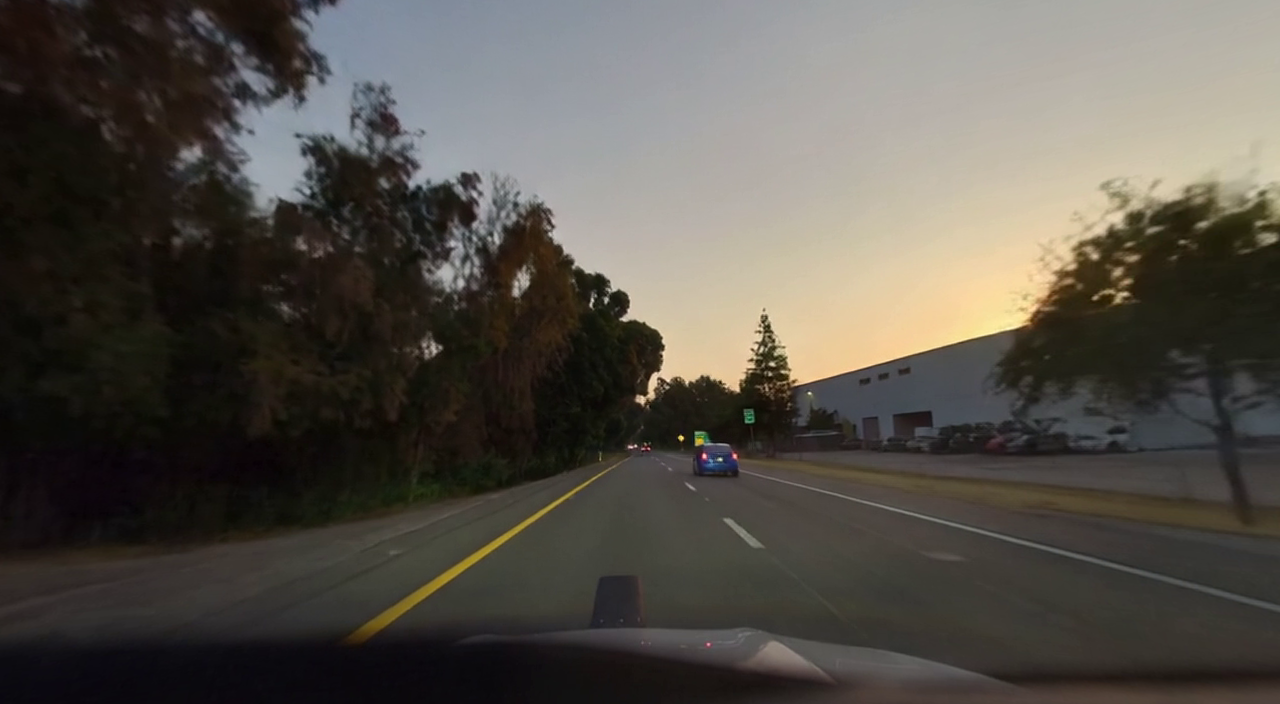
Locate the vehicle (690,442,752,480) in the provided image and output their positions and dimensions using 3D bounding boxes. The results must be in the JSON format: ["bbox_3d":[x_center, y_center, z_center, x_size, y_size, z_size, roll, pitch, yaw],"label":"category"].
[{"bbox_3d":[3.437,4.708,27.323,2.079,1.531,3.997,0,-9,-1],"label":"vehicle"}]
